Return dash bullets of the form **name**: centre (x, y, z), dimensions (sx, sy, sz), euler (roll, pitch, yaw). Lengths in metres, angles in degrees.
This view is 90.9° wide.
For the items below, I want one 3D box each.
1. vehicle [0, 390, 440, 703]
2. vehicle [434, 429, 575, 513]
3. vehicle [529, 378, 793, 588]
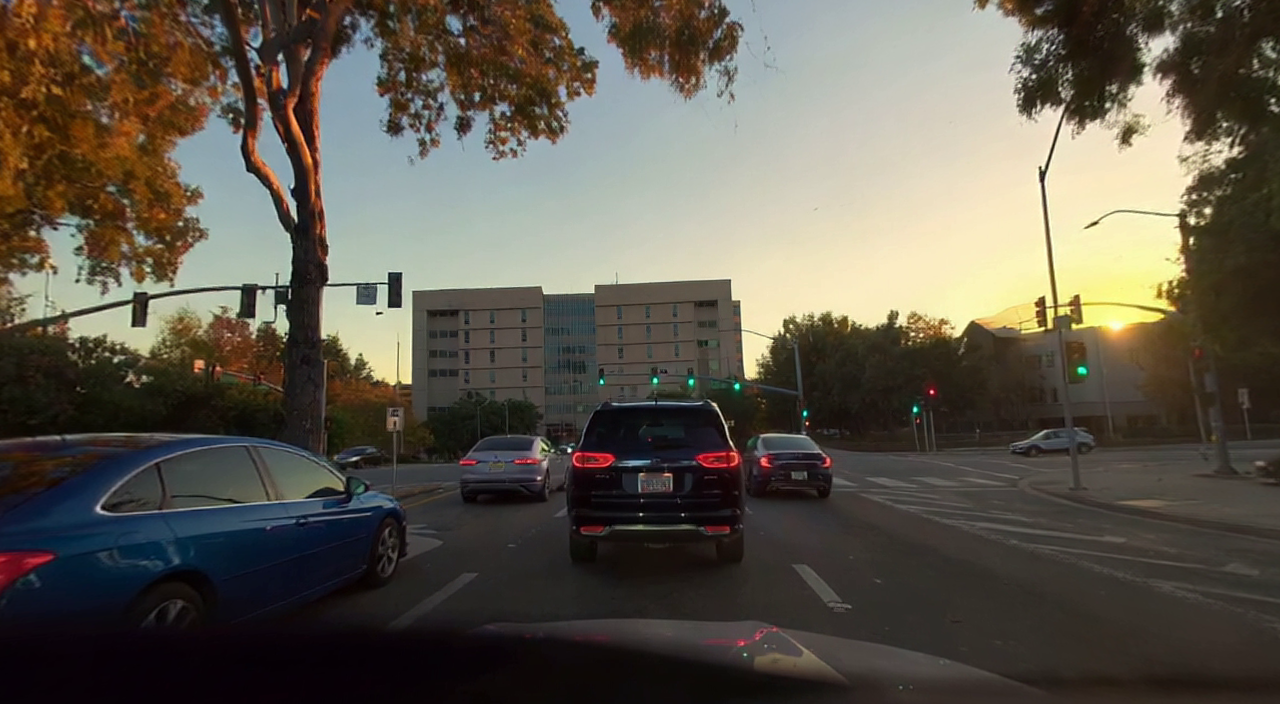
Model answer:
- **vehicle**: centre (-3.232, 1.211, 4.482), dimensions (1.958, 1.494, 4.624), euler (0, -8, 2)
- **vehicle**: centre (-2.675, 2.447, 13.461), dimensions (1.851, 1.502, 4.042), euler (0, -8, 4)
- **vehicle**: centre (0.213, 1.458, 7.769), dimensions (2.300, 1.832, 4.331), euler (0, -8, 1)
